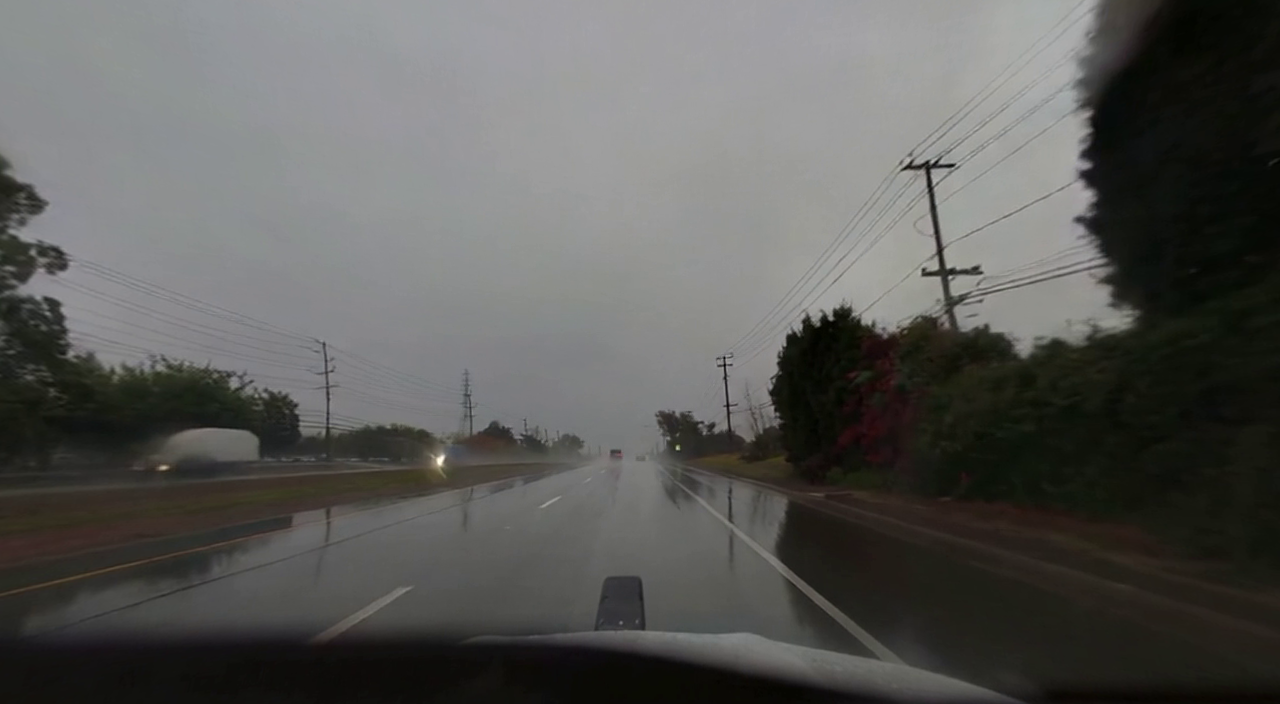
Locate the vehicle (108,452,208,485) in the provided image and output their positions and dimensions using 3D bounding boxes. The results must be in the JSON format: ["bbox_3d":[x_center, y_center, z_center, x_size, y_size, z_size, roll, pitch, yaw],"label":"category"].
[{"bbox_3d":[-26.711,6.451,35.128,1.985,1.659,4.578,0,-9,0],"label":"vehicle"}]
